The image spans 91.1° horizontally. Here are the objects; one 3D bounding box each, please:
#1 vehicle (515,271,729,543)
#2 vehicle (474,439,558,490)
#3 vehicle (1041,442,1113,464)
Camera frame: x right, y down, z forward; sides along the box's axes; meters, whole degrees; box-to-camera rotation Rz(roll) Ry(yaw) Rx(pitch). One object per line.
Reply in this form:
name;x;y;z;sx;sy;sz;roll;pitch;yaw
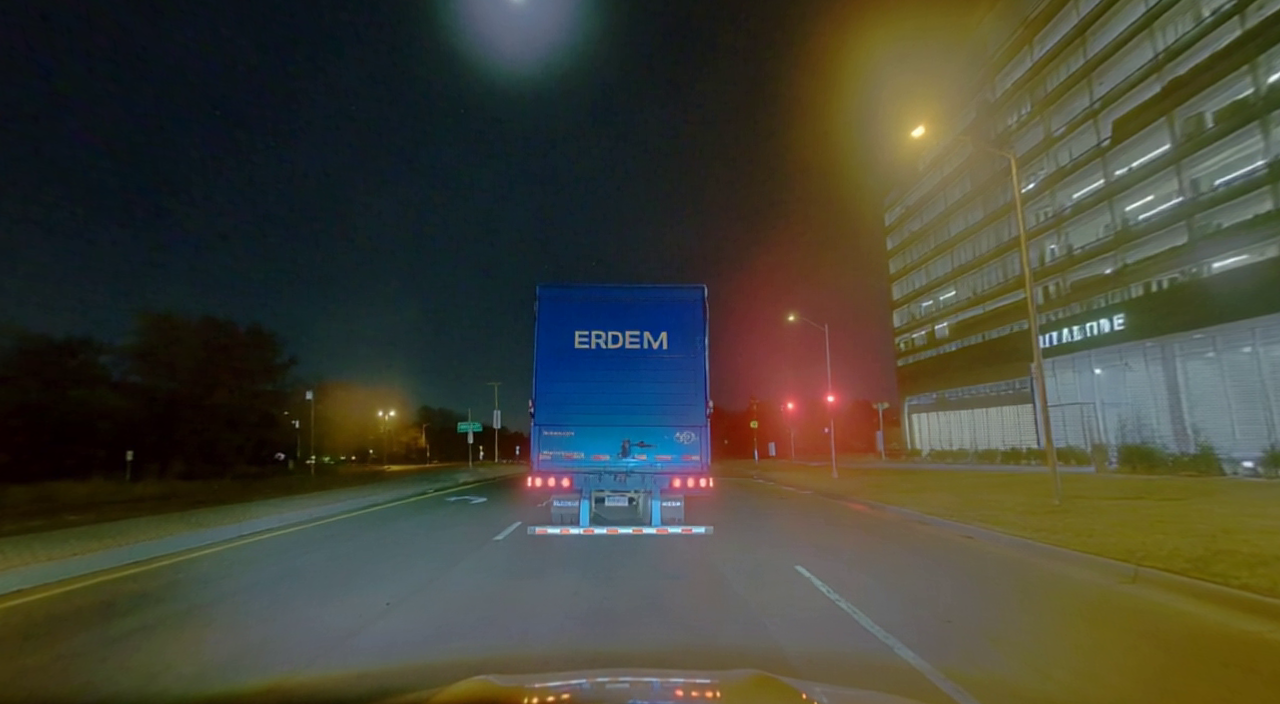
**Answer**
vehicle;-0.174;1.334;13.310;2.876;3.724;9.351;0;-8;1
vehicle;-3.926;3.606;20.547;1.957;1.462;3.878;0;-8;0
vehicle;31.356;7.219;45.186;1.652;1.423;3.797;5;-9;-35
